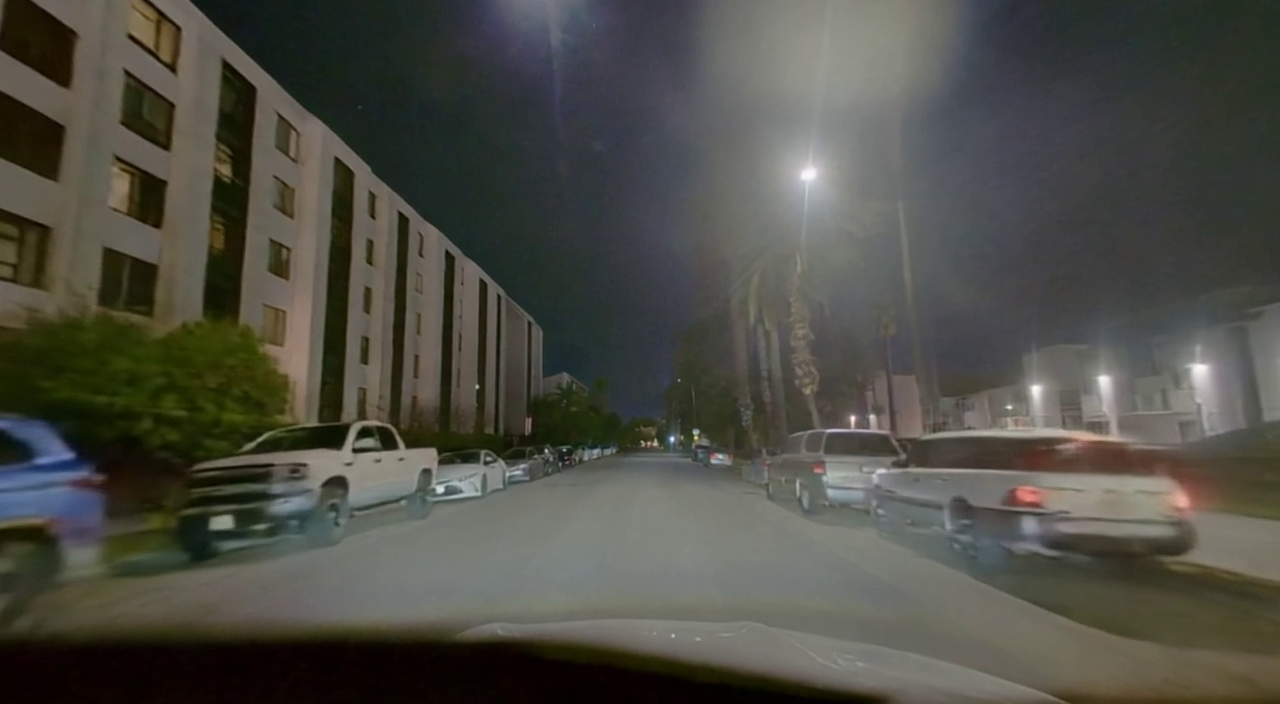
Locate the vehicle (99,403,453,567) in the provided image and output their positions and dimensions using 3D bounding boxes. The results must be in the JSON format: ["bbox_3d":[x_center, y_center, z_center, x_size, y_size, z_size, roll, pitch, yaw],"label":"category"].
[{"bbox_3d":[-5.351,2.084,10.843,2.227,1.967,6.220,0,-9,2],"label":"vehicle"}]

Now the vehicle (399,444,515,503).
[{"bbox_3d":[-5.290,3.557,18.976,2.031,1.505,4.540,0,-9,1],"label":"vehicle"}]

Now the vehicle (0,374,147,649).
[{"bbox_3d":[-5.466,0.951,3.303,2.087,1.896,4.554,0,-8,-1],"label":"vehicle"}]

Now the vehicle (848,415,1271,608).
[{"bbox_3d":[4.630,1.815,8.231,2.220,1.738,4.800,0,-9,1],"label":"vehicle"}]

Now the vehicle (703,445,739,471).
[{"bbox_3d":[5.219,6.908,41.415,1.991,1.525,5.203,0,-9,3],"label":"vehicle"}]
